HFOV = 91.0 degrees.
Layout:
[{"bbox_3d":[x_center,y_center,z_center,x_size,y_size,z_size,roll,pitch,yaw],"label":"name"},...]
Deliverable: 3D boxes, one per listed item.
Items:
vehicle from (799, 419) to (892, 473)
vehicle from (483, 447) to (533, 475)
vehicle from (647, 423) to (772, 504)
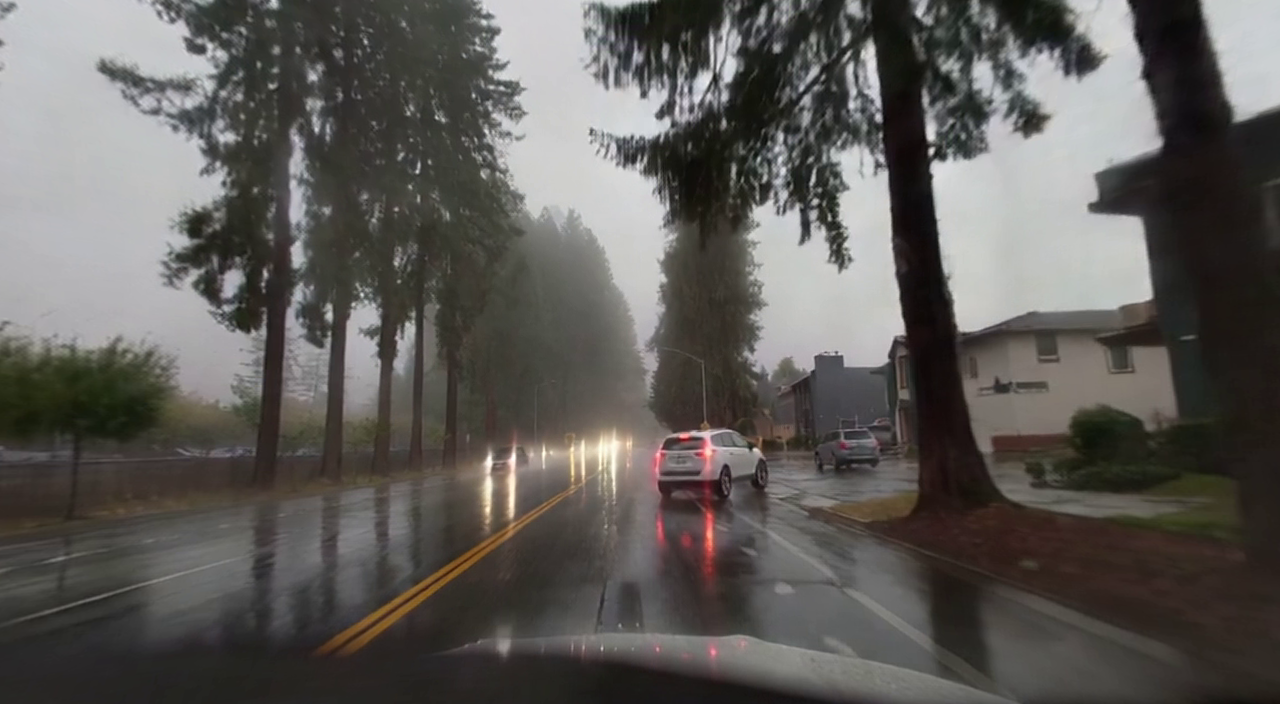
[{"bbox_3d":[8.308,3.915,26.038,2.007,1.803,4.835,-5,-9,-1],"label":"vehicle"},{"bbox_3d":[-7.467,6.181,36.054,1.894,1.476,4.429,0,-8,1],"label":"vehicle"},{"bbox_3d":[2.080,2.975,17.303,2.268,1.862,4.724,-3,-9,21],"label":"vehicle"}]
